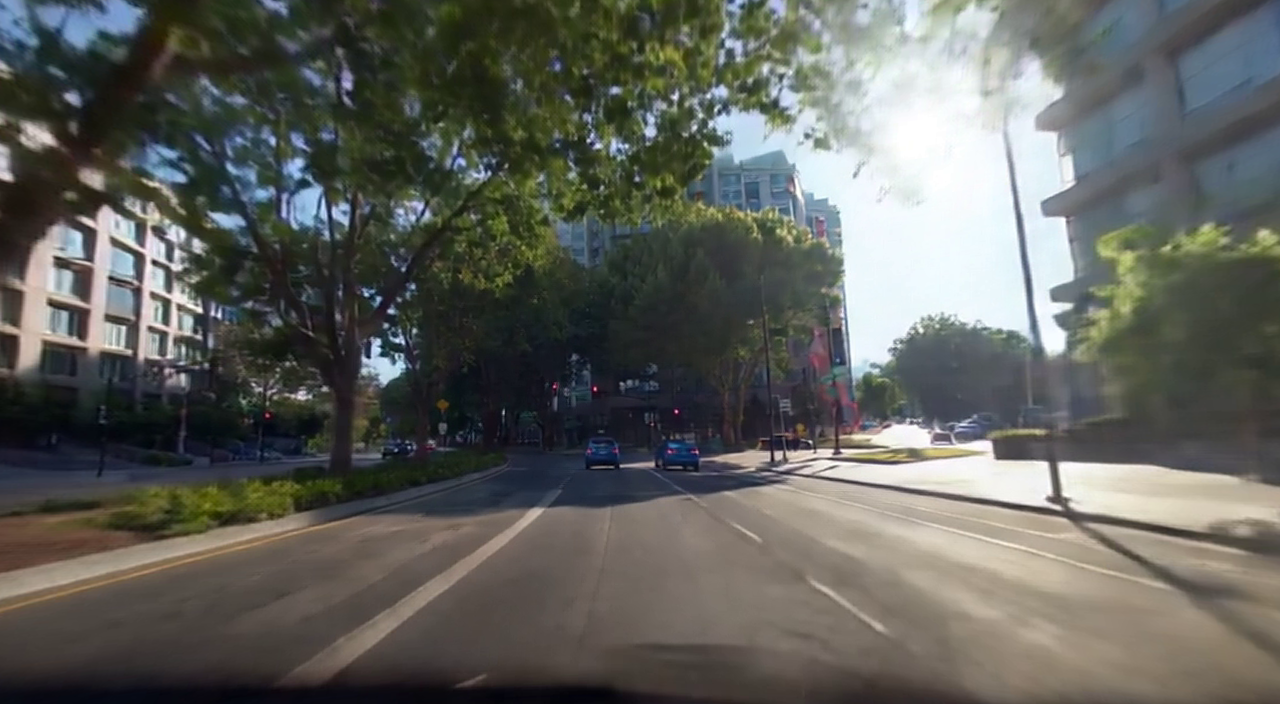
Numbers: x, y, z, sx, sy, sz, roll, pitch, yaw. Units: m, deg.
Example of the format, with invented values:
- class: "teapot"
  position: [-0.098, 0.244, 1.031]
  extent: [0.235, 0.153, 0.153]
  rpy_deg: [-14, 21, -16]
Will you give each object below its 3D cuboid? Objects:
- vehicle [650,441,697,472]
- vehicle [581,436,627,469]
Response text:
- class: "vehicle"
  position: [1.681, 5.474, 33.338]
  extent: [1.918, 1.479, 4.468]
  rpy_deg: [1, -9, -5]
- class: "vehicle"
  position: [-2.077, 5.584, 35.210]
  extent: [2.317, 1.713, 4.231]
  rpy_deg: [1, -9, -7]
